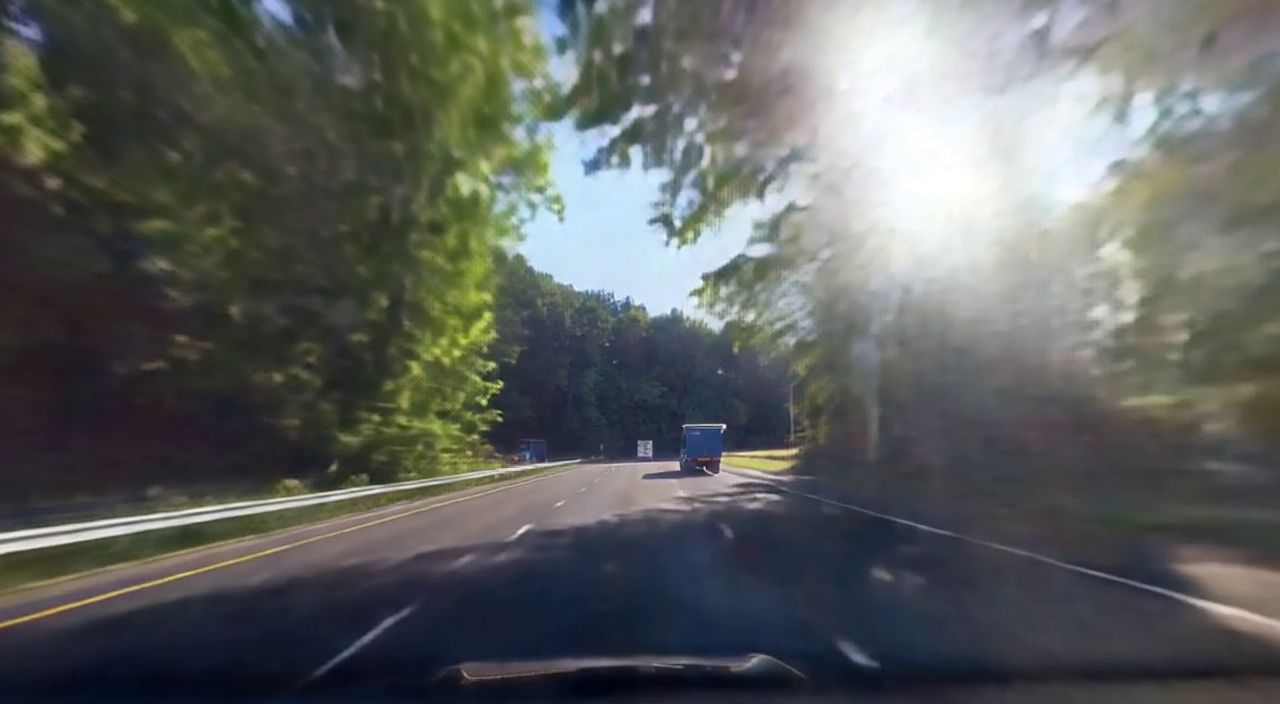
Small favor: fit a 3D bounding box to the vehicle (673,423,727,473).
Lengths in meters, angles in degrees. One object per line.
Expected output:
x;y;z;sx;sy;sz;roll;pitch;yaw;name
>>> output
3.577;5.916;38.831;2.572;2.795;5.978;0;-9;-1;vehicle
